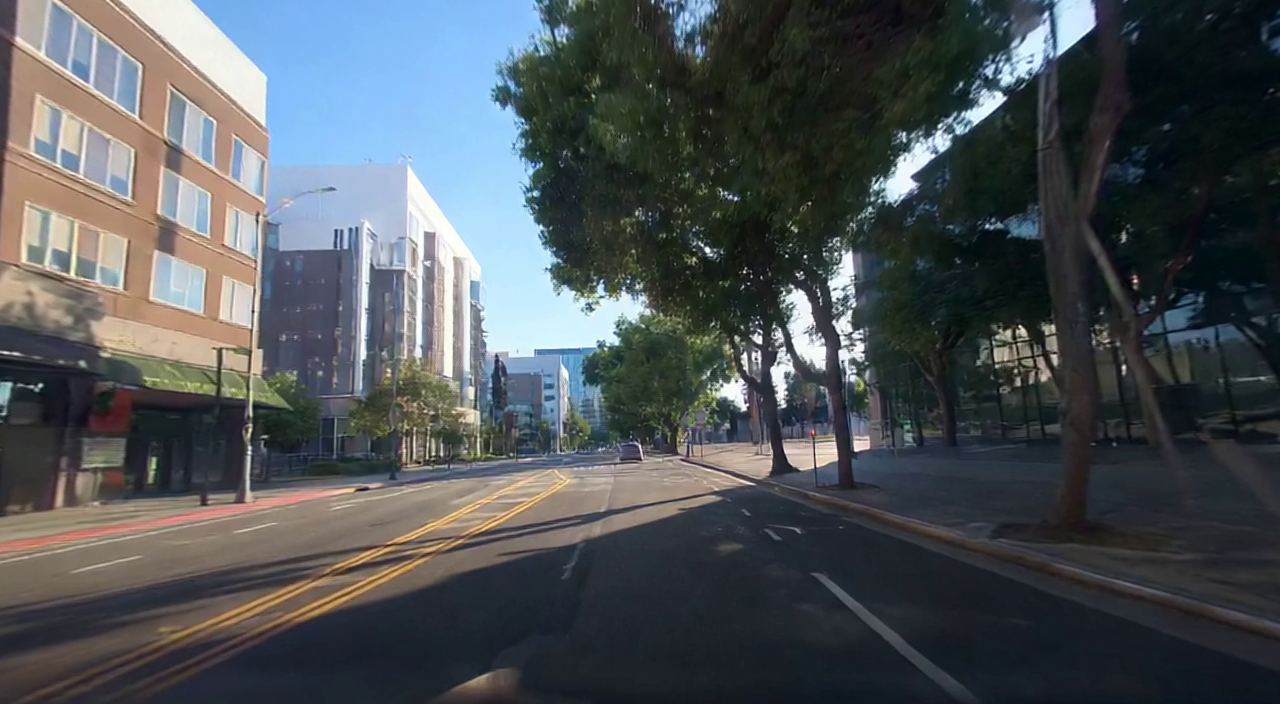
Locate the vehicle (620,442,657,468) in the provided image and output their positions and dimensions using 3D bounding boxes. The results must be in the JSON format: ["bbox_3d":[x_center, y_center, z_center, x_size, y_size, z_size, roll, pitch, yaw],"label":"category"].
[{"bbox_3d":[-0.153,6.229,38.544,2.131,1.474,4.146,0,-8,-2],"label":"vehicle"}]
